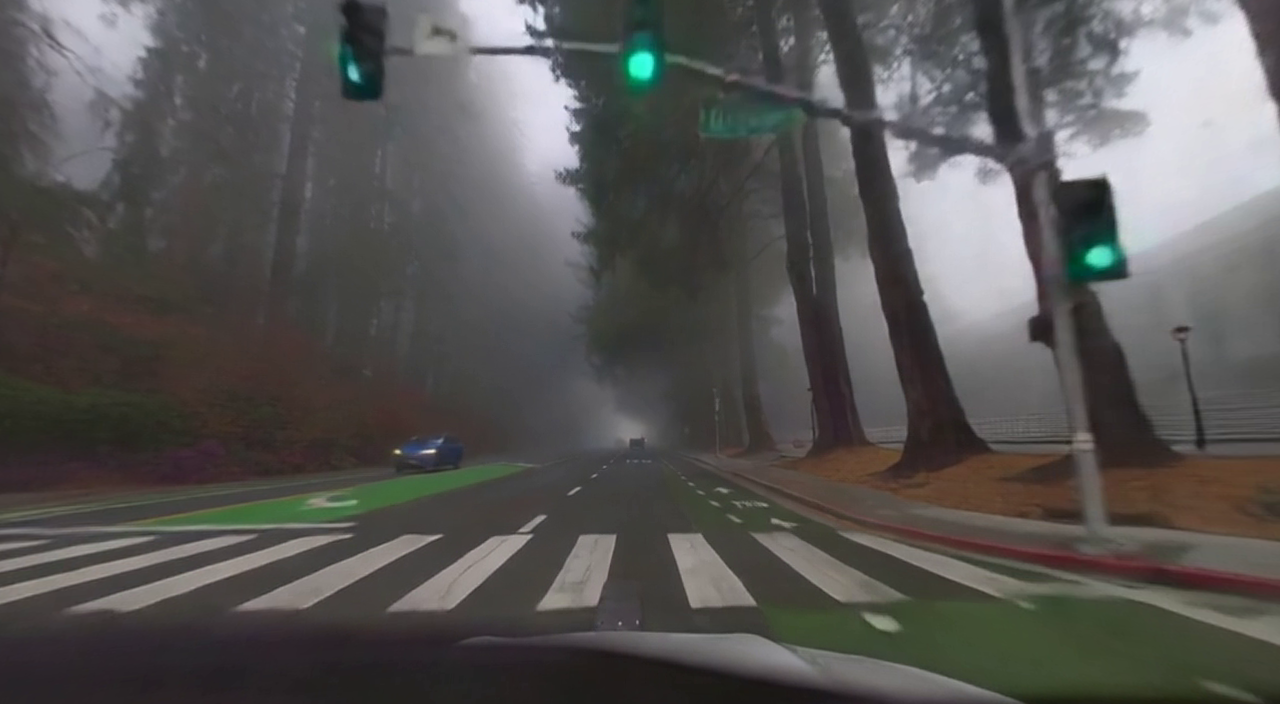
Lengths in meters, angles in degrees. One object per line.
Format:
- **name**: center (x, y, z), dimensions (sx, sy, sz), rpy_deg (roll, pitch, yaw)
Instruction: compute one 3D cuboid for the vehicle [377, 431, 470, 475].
- **vehicle**: center (-9.406, 4.465, 28.005), dimensions (2.248, 1.761, 4.918), rpy_deg (0, -9, 2)
